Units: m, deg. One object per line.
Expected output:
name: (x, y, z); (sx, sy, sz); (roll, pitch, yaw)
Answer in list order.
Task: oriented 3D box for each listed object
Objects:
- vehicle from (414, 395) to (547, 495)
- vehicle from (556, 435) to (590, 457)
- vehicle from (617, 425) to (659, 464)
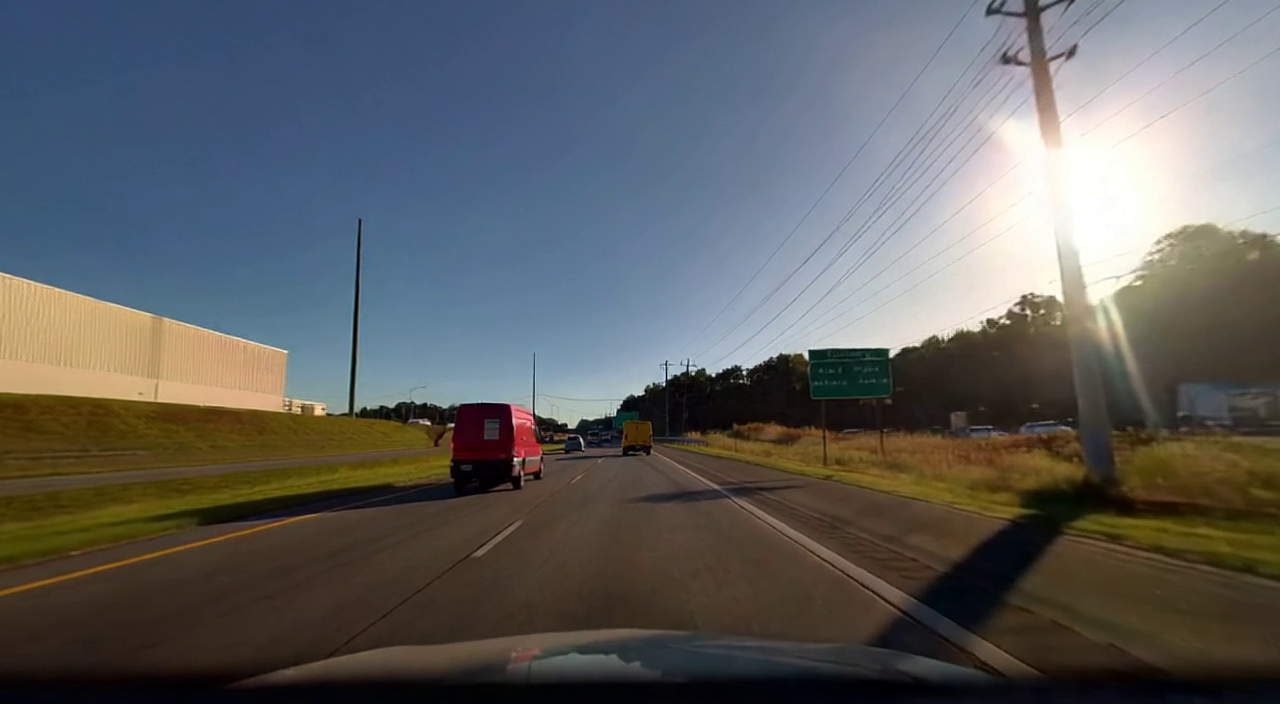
vehicle: (-4.303, 2.642, 18.219); (2.388, 2.410, 5.787); (0, -8, -1)
vehicle: (-4.834, 6.832, 45.945); (2.058, 1.557, 4.125); (0, -8, -1)
vehicle: (-0.167, 5.144, 35.062); (2.213, 1.997, 4.456); (0, -8, -1)
